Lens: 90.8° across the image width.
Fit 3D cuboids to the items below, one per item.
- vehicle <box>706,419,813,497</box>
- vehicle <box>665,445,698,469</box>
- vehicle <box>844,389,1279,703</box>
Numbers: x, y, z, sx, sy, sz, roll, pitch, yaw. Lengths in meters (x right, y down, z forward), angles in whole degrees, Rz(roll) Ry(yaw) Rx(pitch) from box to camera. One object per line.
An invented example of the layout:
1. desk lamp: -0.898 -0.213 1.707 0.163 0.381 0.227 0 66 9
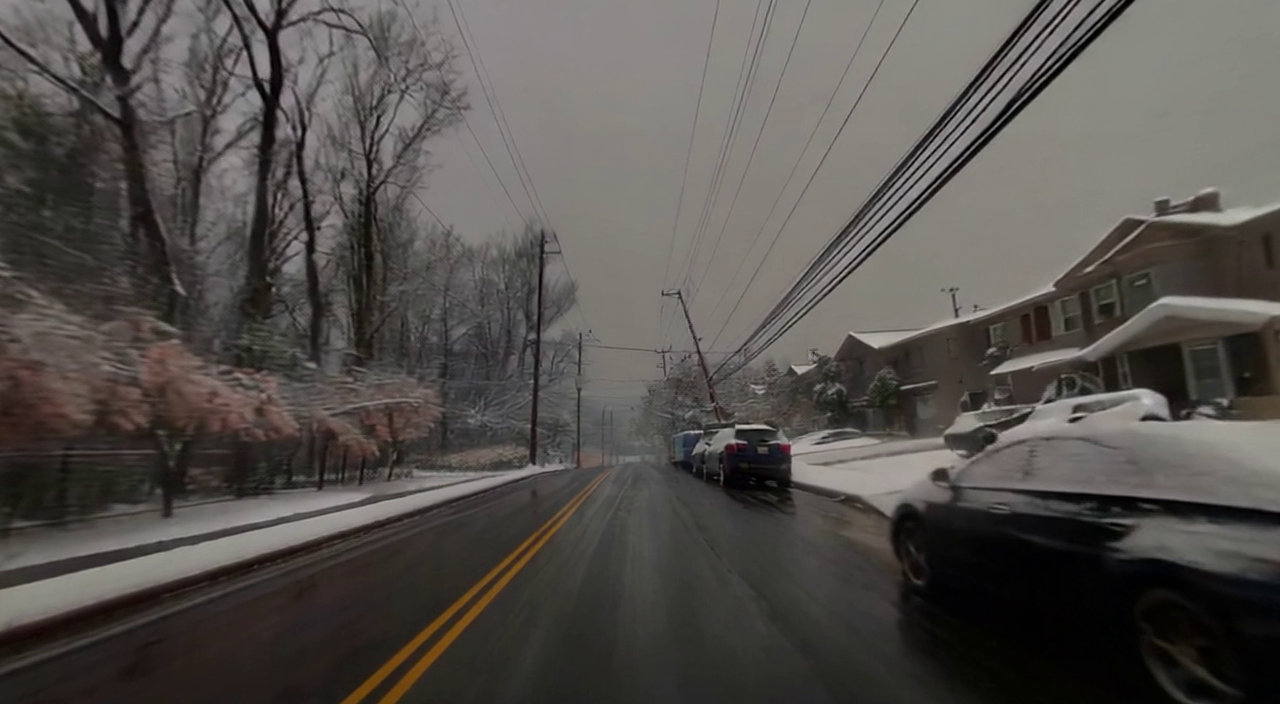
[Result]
1. vehicle: 3.203 2.997 18.210 2.020 1.900 5.202 0 -9 0
2. vehicle: 3.081 7.892 47.529 2.068 1.675 4.013 0 -9 -2
3. vehicle: 3.306 1.202 4.516 1.903 1.470 4.915 0 -9 -2
